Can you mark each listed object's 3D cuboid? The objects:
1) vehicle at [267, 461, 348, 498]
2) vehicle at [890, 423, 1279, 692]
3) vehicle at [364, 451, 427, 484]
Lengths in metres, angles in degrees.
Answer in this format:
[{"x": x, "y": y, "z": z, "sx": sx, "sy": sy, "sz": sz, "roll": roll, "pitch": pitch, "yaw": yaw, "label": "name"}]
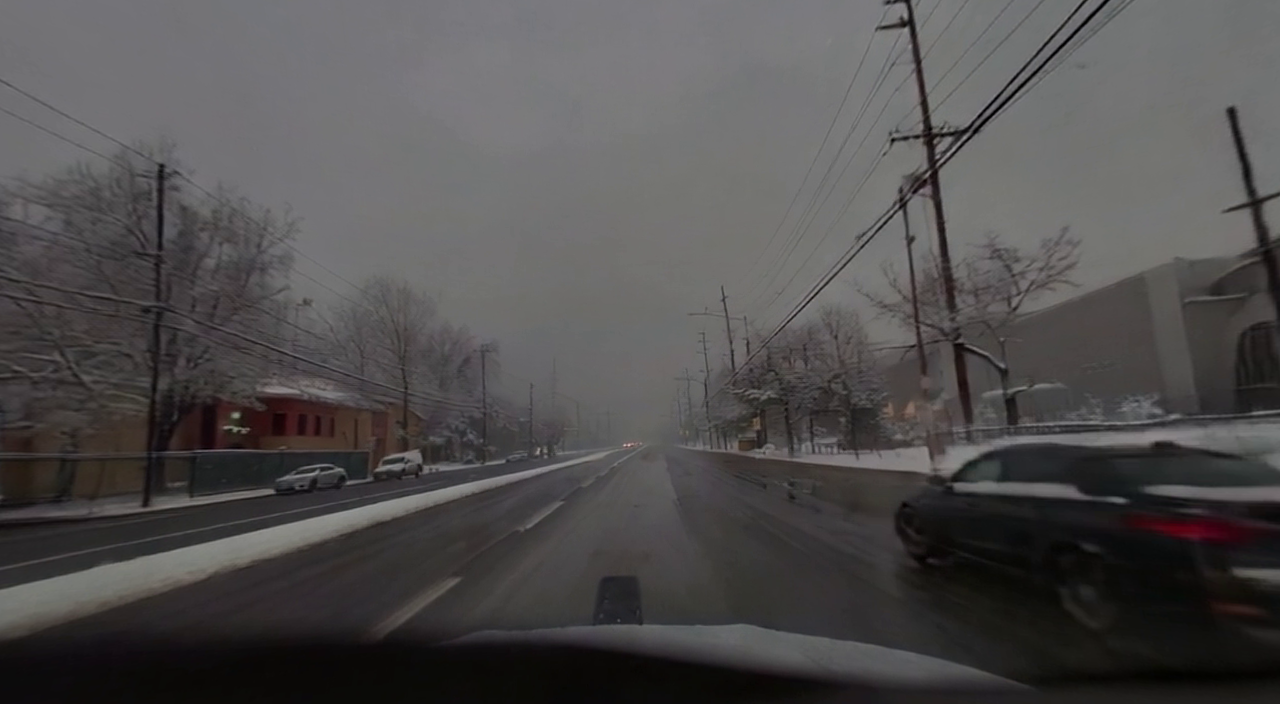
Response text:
[{"x": -17.682, "y": 6.762, "z": 33.885, "sx": 1.931, "sy": 1.501, "sz": 4.564, "roll": -6, "pitch": -9, "yaw": -1, "label": "vehicle"}, {"x": 4.190, "y": 1.439, "z": 5.727, "sx": 2.002, "sy": 1.459, "sz": 4.357, "roll": -1, "pitch": -8, "yaw": -1, "label": "vehicle"}, {"x": -17.674, "y": 8.305, "z": 46.085, "sx": 2.228, "sy": 1.969, "sz": 5.694, "roll": -7, "pitch": -9, "yaw": 0, "label": "vehicle"}]
